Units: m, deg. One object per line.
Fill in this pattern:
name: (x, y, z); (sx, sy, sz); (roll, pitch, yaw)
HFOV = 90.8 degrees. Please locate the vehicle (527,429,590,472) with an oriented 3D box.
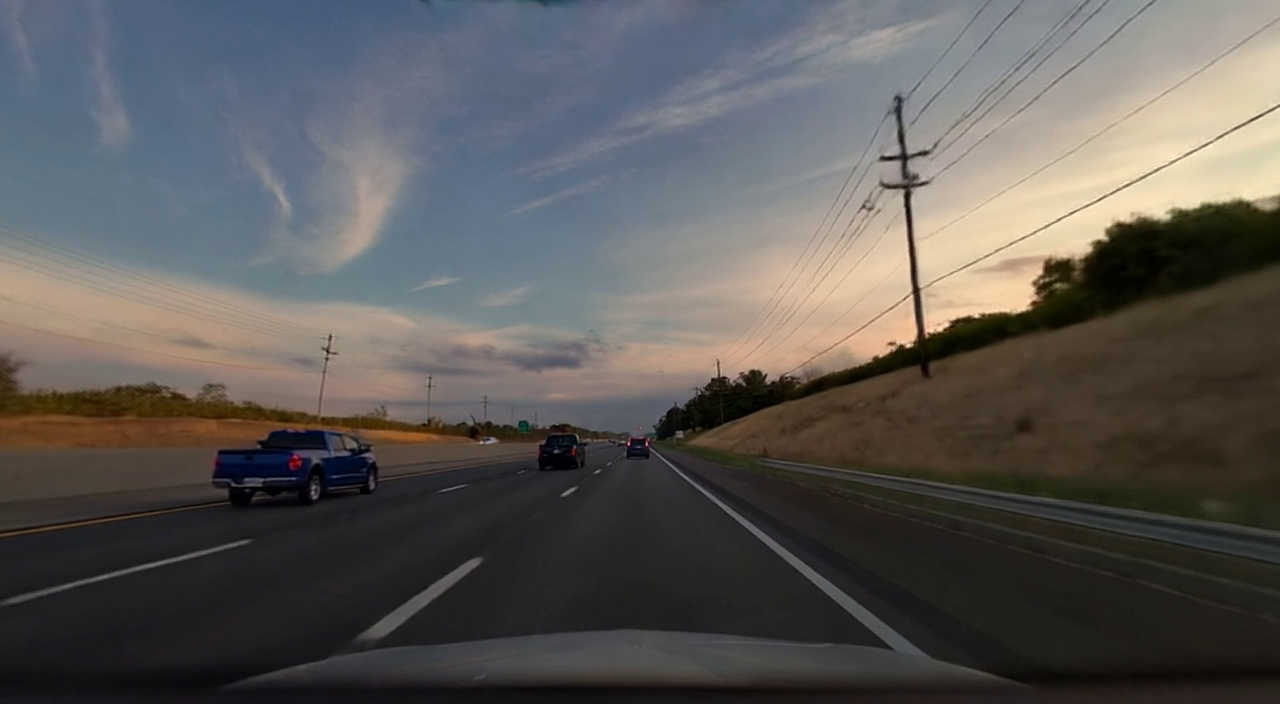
vehicle: (-3.678, 4.581, 29.550); (2.204, 1.812, 5.289); (0, -8, 0)

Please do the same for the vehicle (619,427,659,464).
vehicle: (-0.013, 5.893, 39.784); (2.358, 2.144, 4.713); (0, -8, 1)

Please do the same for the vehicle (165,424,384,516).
vehicle: (-7.425, 2.434, 13.513); (2.013, 1.609, 4.446); (0, -8, 0)
